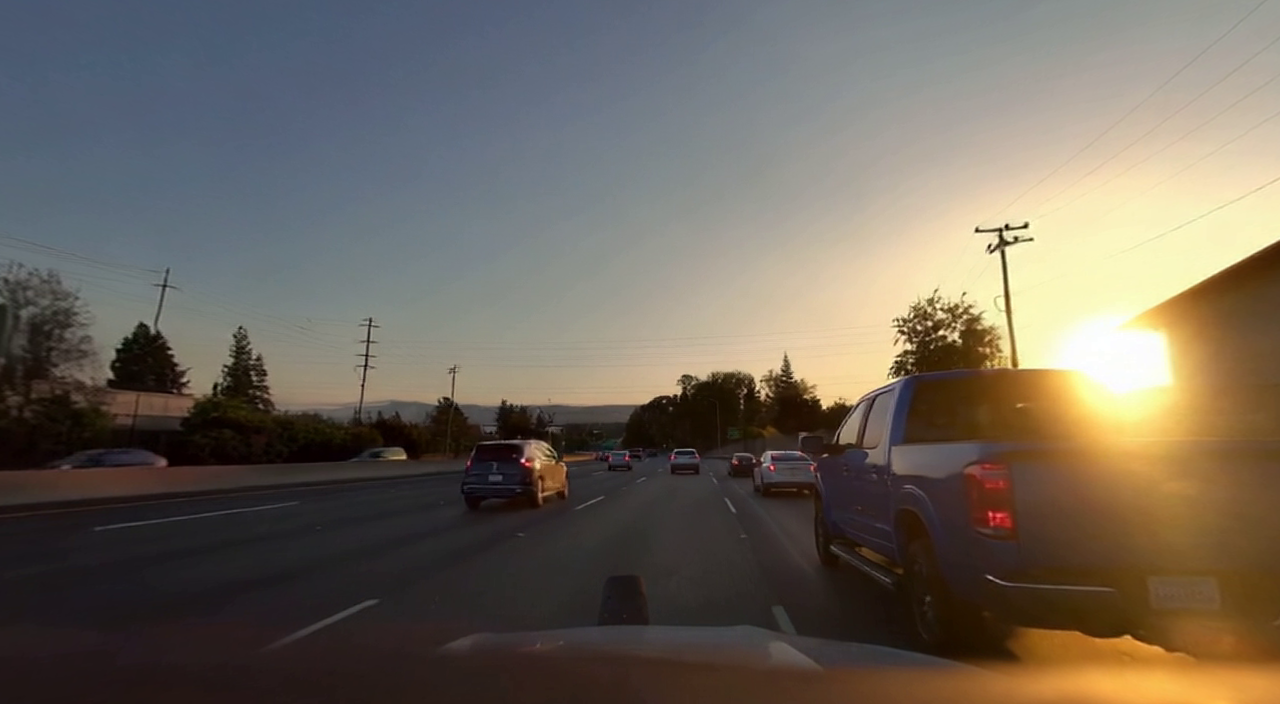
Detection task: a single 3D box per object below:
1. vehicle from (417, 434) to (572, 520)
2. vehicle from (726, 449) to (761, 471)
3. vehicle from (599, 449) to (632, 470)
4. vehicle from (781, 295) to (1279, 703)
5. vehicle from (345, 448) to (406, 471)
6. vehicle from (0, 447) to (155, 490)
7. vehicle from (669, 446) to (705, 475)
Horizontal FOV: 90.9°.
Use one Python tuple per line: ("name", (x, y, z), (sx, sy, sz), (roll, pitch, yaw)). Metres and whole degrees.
("vehicle", (-3.214, 2.869, 15.133), (2.209, 1.714, 4.576), (-1, -8, 6))
("vehicle", (7.442, 7.796, 45.557), (2.072, 1.456, 4.537), (-1, -8, 4))
("vehicle", (-1.836, 8.261, 48.755), (2.119, 1.478, 4.644), (-1, -8, 3))
("vehicle", (3.340, 1.256, 6.151), (3.024, 2.092, 6.797), (-1, -8, 6))
("vehicle", (-20.521, 8.343, 49.281), (2.102, 1.652, 5.303), (-1, -8, 5))
("vehicle", (-26.510, 5.412, 29.821), (2.209, 1.785, 5.754), (-1, -8, 6))
("vehicle", (2.941, 6.678, 39.153), (2.080, 1.682, 4.150), (-1, -8, 5))
